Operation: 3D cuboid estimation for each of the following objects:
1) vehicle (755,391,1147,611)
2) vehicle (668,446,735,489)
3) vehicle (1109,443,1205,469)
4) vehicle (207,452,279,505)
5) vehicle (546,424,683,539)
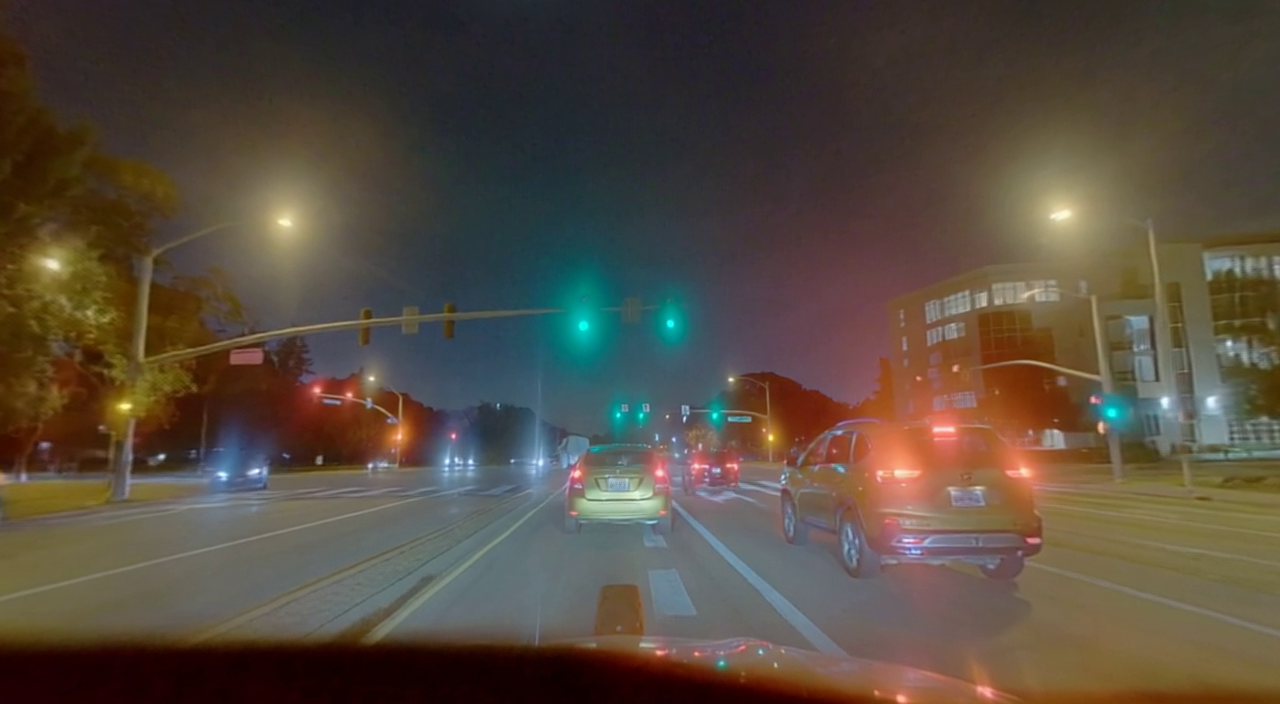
[{"bbox_3d":[2.995,1.554,7.492,2.228,1.798,4.370,0,-9,-3],"label":"vehicle"},{"bbox_3d":[2.228,4.310,23.987,1.900,1.459,4.260,0,-9,-3],"label":"vehicle"},{"bbox_3d":[34.265,6.905,41.973,4.498,1.710,1.925,-1,-9,4],"label":"vehicle"},{"bbox_3d":[-15.577,4.842,24.733,2.060,1.771,4.802,5,-10,-33],"label":"vehicle"},{"bbox_3d":[-0.437,2.254,11.575,2.039,1.698,4.144,0,-9,-2],"label":"vehicle"}]
